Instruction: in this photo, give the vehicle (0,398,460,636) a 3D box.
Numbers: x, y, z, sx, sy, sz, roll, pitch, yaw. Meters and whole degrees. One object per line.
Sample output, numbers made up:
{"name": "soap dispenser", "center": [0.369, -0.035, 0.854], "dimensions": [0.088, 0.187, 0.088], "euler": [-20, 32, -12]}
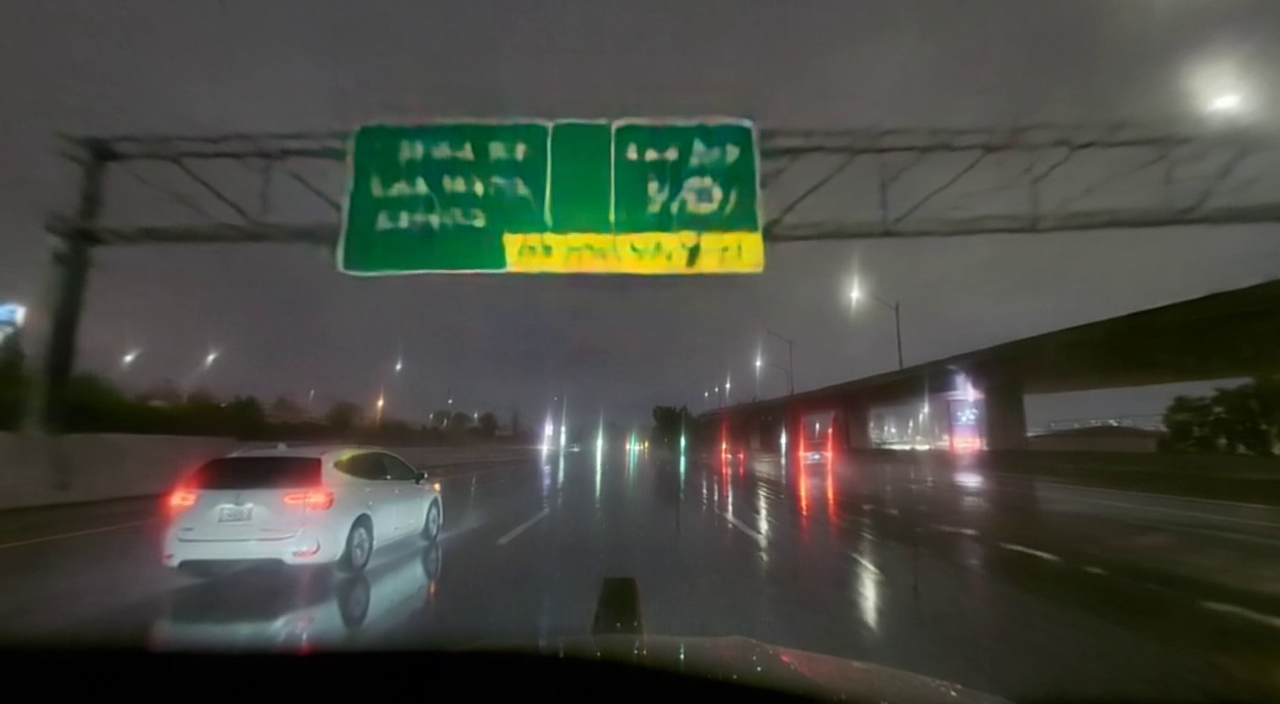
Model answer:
{"name": "vehicle", "center": [-3.650, 1.509, 6.788], "dimensions": [2.178, 1.699, 4.321], "euler": [0, -8, 0]}
